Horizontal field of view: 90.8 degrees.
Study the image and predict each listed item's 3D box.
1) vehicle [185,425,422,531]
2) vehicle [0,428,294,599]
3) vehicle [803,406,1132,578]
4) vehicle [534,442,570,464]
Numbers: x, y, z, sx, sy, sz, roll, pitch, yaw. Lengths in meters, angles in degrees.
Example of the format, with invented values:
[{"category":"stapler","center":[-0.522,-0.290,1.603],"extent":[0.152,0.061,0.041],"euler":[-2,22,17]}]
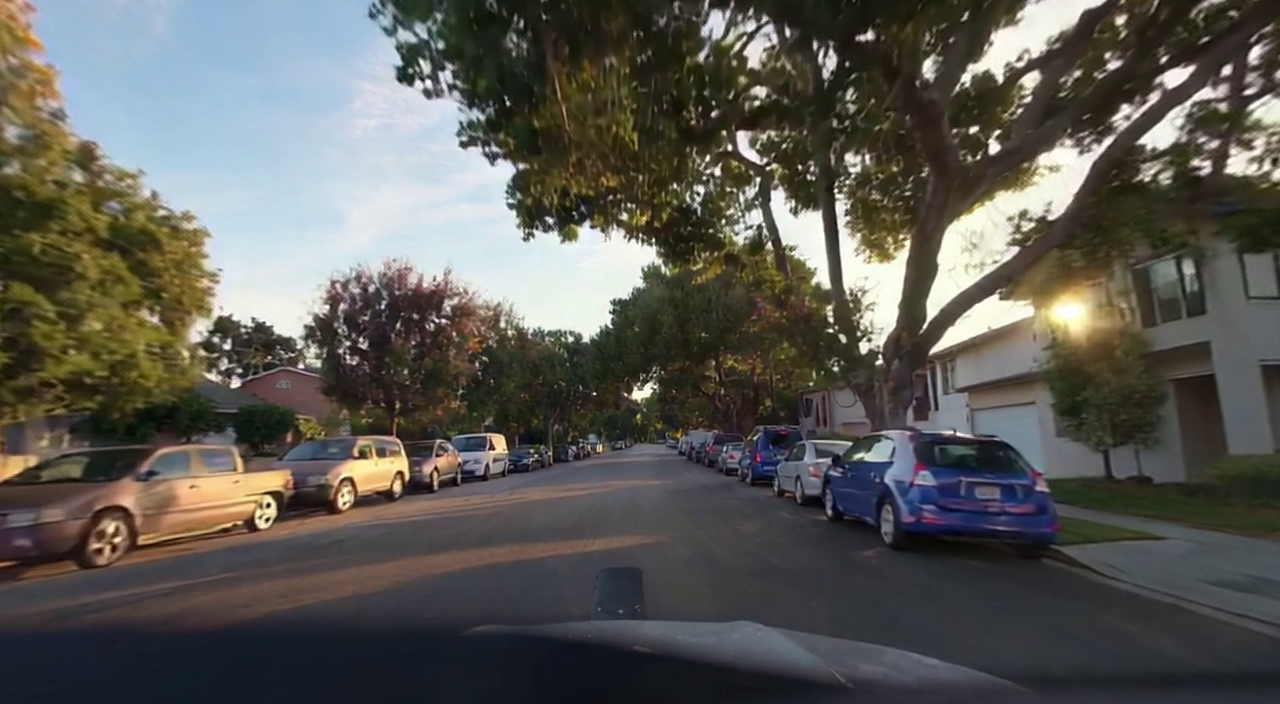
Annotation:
[{"category":"vehicle","center":[-7.130,2.738,14.476],"extent":[1.965,1.797,6.086],"euler":[-3,-9,2]},{"category":"vehicle","center":[-7.133,1.984,8.863],"extent":[1.898,1.715,4.537],"euler":[-3,-7,2]},{"category":"vehicle","center":[3.983,1.760,8.993],"extent":[1.903,1.714,5.092],"euler":[0,-8,-1]},{"category":"vehicle","center":[-6.447,7.431,46.851],"extent":[1.869,1.467,4.921],"euler":[-1,-8,1]}]
